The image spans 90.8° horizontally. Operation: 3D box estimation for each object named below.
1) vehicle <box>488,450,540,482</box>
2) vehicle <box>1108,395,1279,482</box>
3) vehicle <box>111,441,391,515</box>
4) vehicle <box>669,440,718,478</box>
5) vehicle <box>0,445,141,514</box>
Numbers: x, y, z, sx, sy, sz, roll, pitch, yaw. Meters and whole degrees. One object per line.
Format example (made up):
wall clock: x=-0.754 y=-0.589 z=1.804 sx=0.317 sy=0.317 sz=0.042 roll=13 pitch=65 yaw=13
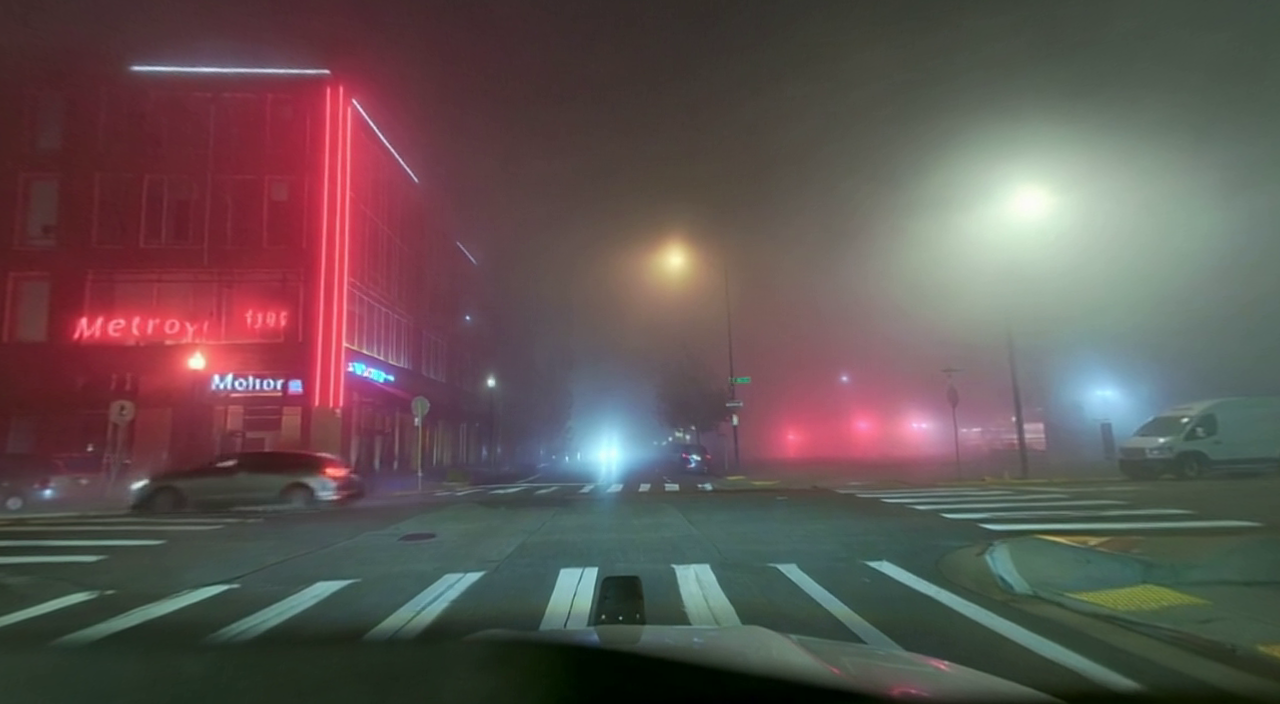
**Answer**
vehicle: x=-6.157 y=5.569 z=31.209 sx=1.864 sy=1.447 sz=3.887 roll=0 pitch=-9 yaw=-2
vehicle: x=18.572 y=2.750 z=20.085 sx=5.384 sy=2.586 sz=2.358 roll=0 pitch=-9 yaw=0
vehicle: x=-8.469 y=2.774 z=14.259 sx=4.877 sy=1.482 sz=2.041 roll=1 pitch=-9 yaw=-7
vehicle: x=2.459 y=5.059 z=30.123 sx=1.917 sy=1.680 sz=4.500 roll=0 pitch=-9 yaw=-1
vehicle: x=-16.110 y=3.242 z=16.312 sx=4.558 sy=1.635 sz=2.008 roll=1 pitch=-9 yaw=-6
